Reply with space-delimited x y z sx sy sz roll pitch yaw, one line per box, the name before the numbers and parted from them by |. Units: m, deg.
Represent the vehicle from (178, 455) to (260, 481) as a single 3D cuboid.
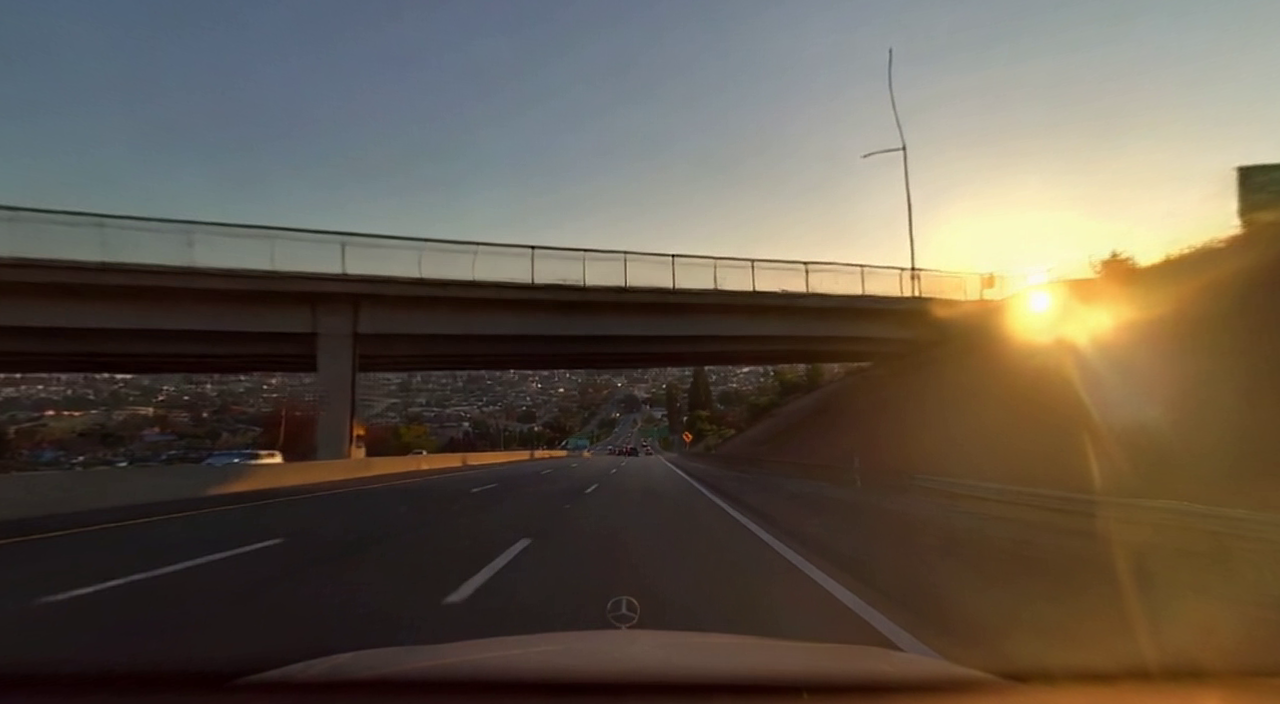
vehicle | -27.791 7.680 41.784 2.101 1.568 4.758 -1 -9 1
